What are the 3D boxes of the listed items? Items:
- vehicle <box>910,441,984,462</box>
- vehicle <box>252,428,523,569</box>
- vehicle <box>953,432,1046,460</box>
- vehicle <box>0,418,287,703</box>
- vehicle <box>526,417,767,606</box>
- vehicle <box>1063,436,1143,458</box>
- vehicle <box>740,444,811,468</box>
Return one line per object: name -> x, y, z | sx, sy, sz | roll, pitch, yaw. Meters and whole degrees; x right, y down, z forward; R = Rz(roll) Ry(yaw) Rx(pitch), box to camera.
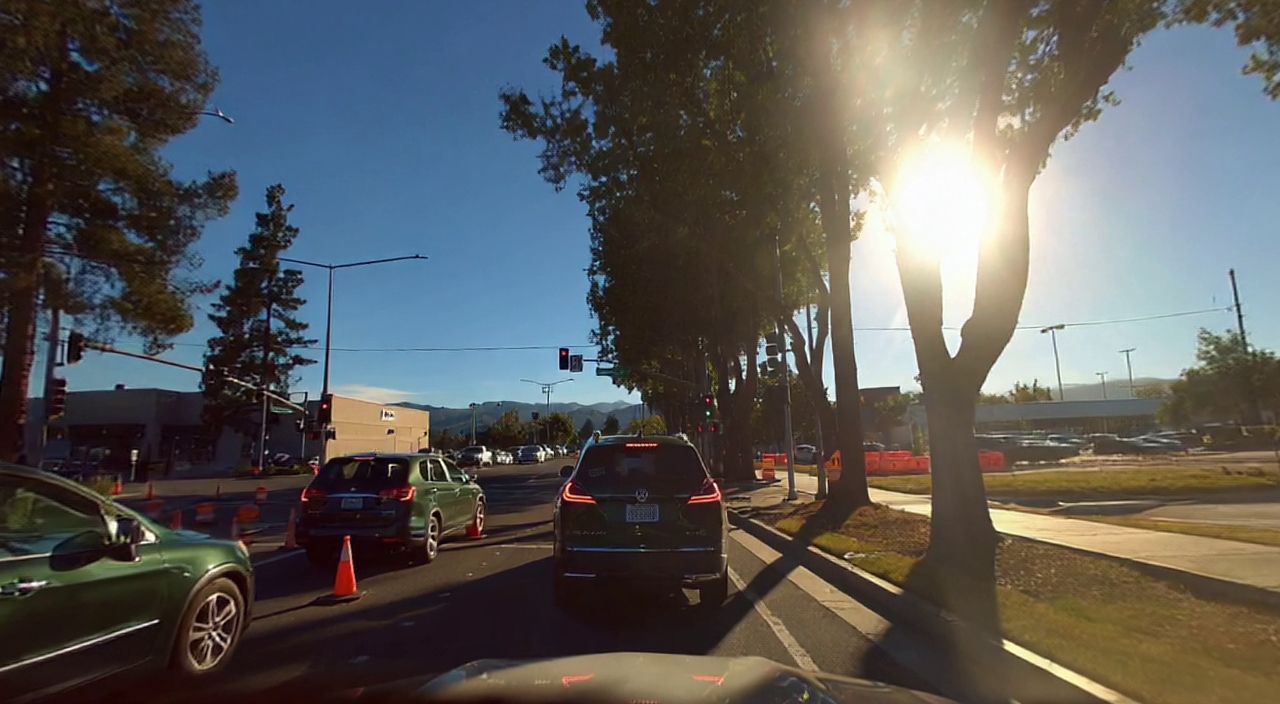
vehicle -> 23.014, 7.456, 47.263 | 4.581, 1.480, 1.752 | 0, -9, 0
vehicle -> -3.284, 2.003, 9.460 | 1.989, 1.541, 4.626 | 0, -9, 2
vehicle -> 23.122, 6.076, 40.638 | 4.805, 1.688, 1.923 | 0, -9, 2
vehicle -> -3.605, 0.954, 2.154 | 1.964, 1.497, 4.722 | 0, -9, 1
vehicle -> 0.101, 1.624, 7.210 | 2.021, 1.560, 3.676 | 0, -9, 1
vehicle -> 36.696, 7.547, 49.946 | 4.791, 1.635, 1.857 | 0, -9, 1
vehicle -> 9.004, 6.856, 41.756 | 4.463, 1.482, 1.808 | -2, -9, 15
